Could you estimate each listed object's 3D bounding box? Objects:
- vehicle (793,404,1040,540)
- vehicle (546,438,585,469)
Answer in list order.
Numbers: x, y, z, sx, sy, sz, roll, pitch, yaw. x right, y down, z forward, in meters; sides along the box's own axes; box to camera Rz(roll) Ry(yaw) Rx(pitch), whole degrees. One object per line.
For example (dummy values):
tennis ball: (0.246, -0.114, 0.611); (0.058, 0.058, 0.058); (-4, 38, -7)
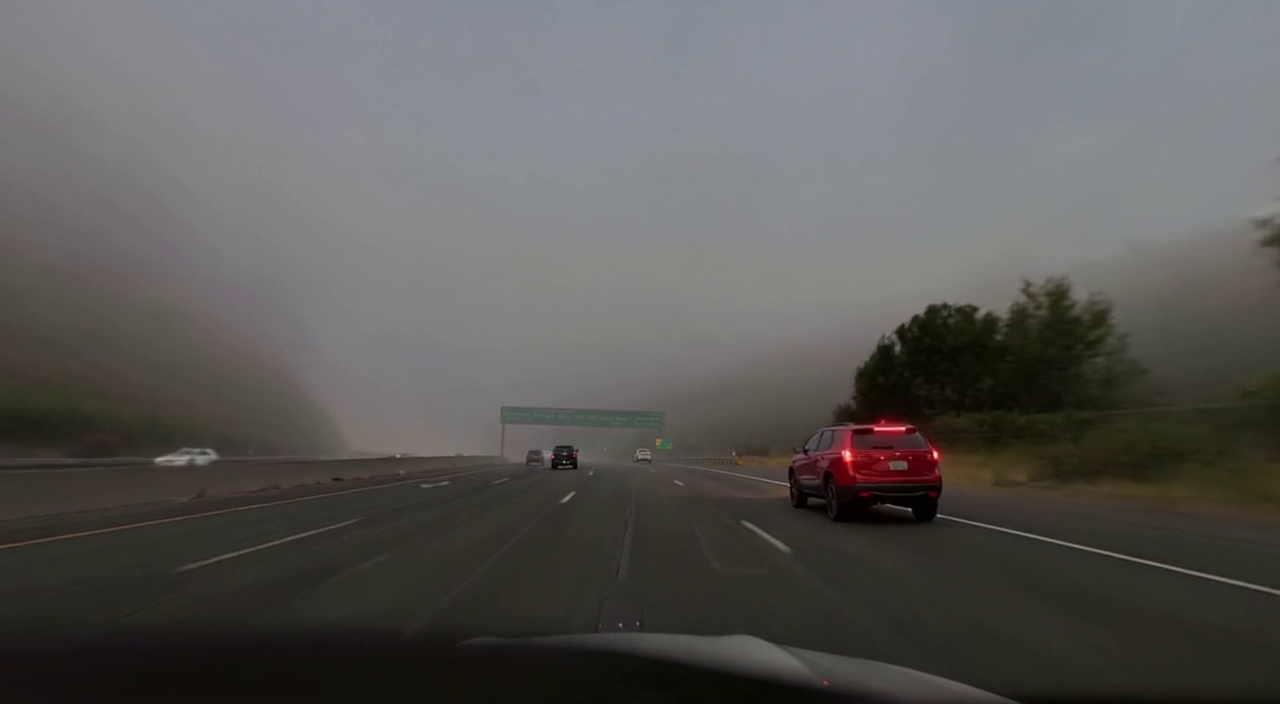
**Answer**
vehicle: (4.509, 2.061, 11.421); (2.103, 1.903, 4.837); (0, -9, -2)
vehicle: (-5.456, 7.535, 46.887); (2.537, 2.121, 5.251); (0, -9, -3)
